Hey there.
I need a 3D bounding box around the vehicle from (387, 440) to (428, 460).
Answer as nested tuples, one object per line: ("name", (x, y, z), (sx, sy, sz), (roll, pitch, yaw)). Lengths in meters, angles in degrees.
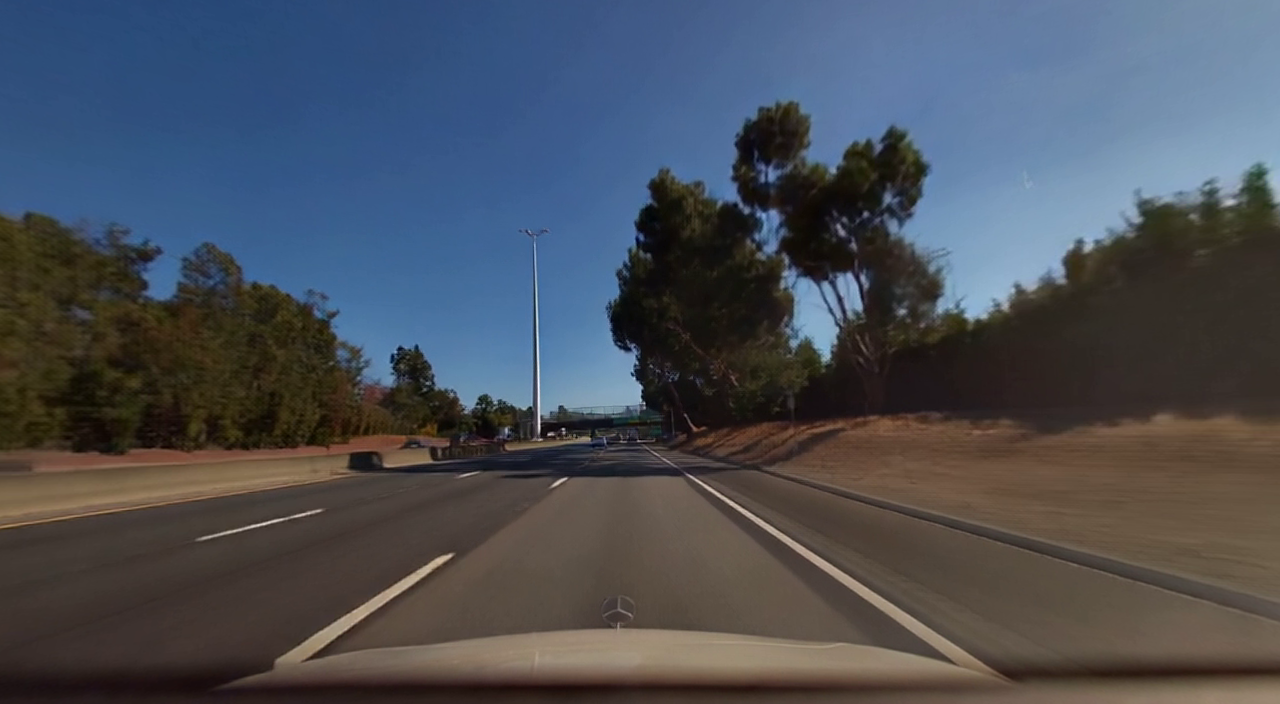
("vehicle", (-18.397, 7.762, 49.954), (1.807, 1.489, 3.962), (0, -8, -1))
